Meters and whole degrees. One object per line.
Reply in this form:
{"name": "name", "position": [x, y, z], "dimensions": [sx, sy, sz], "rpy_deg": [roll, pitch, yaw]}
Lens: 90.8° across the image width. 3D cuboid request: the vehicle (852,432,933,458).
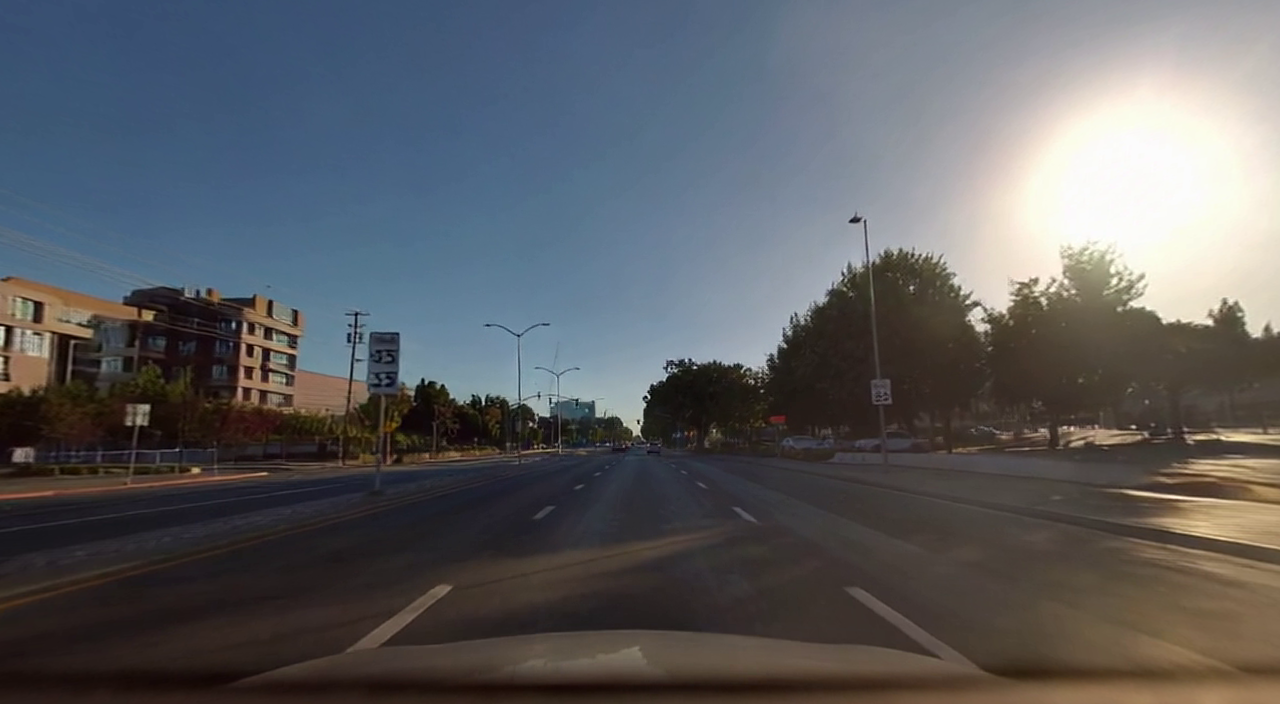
{"name": "vehicle", "position": [16.977, 6.261, 42.575], "dimensions": [4.530, 1.640, 2.074], "rpy_deg": [0, -8, -2]}
